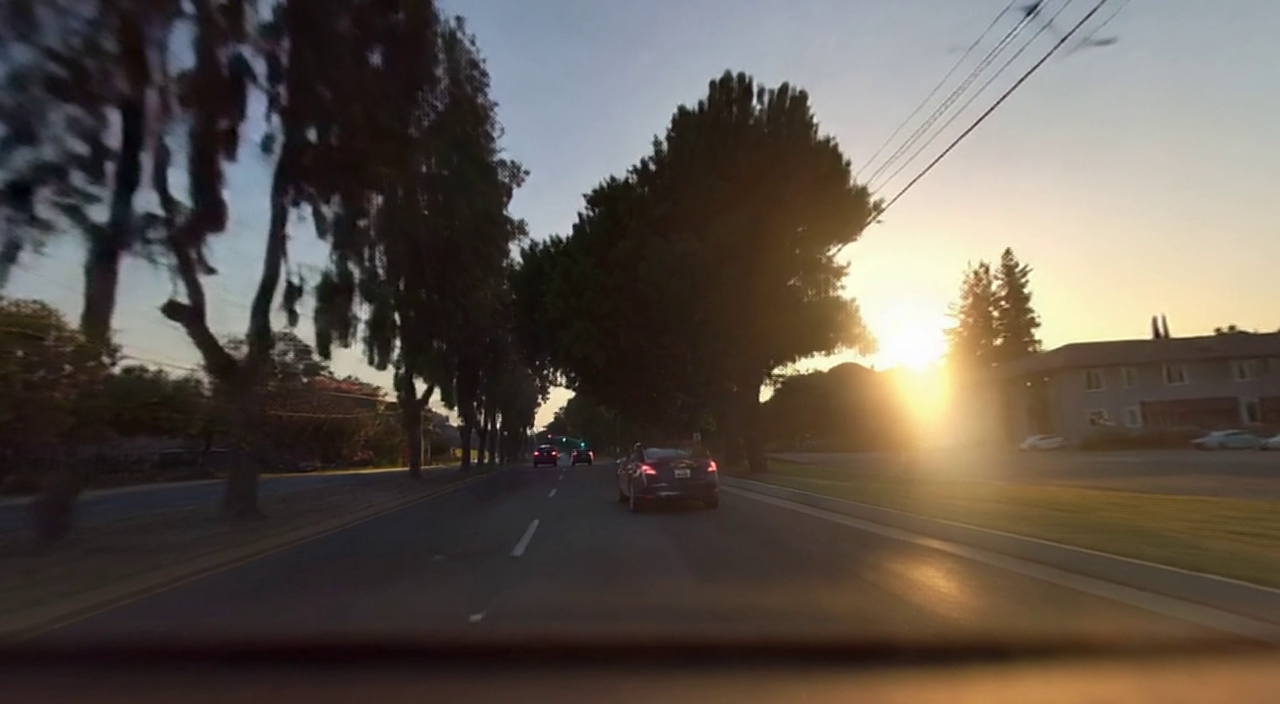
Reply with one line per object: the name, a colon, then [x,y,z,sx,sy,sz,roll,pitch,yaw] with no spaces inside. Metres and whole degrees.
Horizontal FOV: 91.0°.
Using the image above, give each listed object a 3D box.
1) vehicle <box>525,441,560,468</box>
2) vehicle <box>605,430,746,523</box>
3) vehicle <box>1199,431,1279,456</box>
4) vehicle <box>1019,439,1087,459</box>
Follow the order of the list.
vehicle: [-6.762,7.150,44.161,2.189,1.776,4.342,0,-9,-6]
vehicle: [0.506,2.576,13.659,2.235,1.597,4.918,1,-9,-6]
vehicle: [43.216,6.527,44.940,1.838,1.677,4.747,1,-9,-6]
vehicle: [32.613,7.666,49.877,1.867,1.471,4.788,0,-9,-4]
